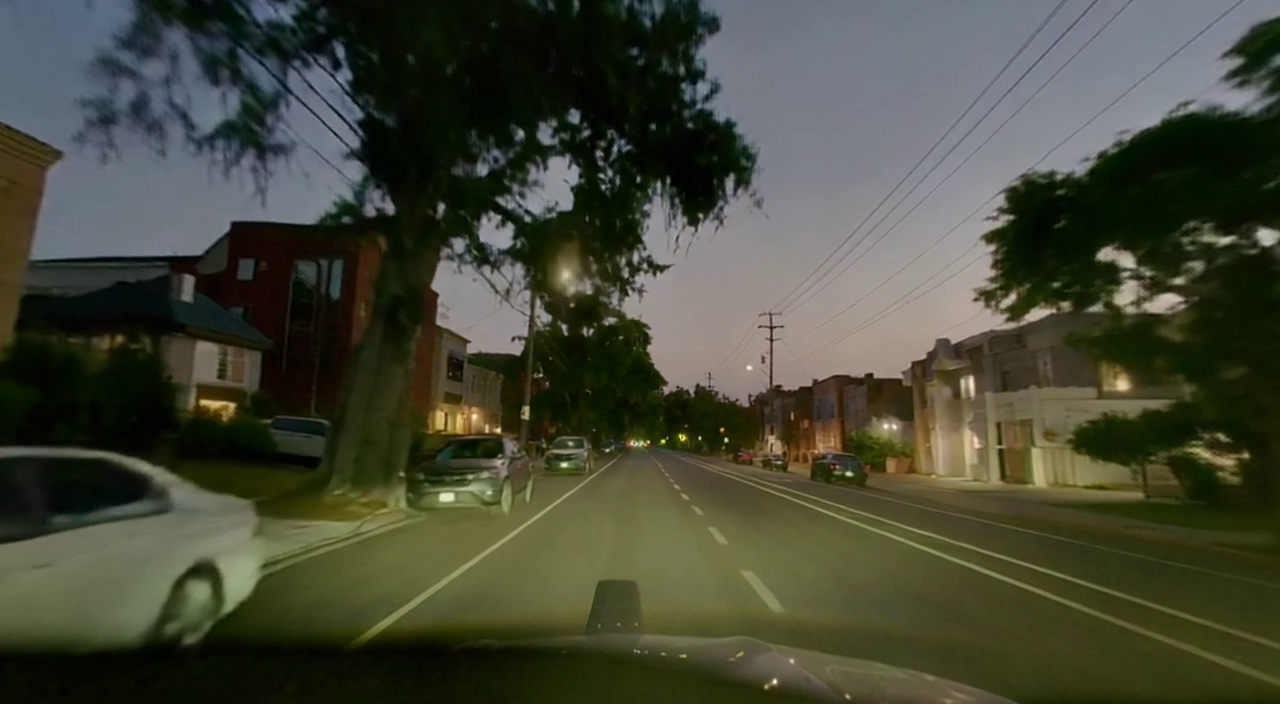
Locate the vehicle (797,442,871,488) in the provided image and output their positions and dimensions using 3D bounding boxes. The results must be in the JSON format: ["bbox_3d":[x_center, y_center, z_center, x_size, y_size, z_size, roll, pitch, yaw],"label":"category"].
[{"bbox_3d":[9.677,5.633,31.940,2.156,1.882,4.790,8,-8,1],"label":"vehicle"}]

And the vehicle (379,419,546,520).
[{"bbox_3d":[-3.458,2.410,13.498,2.127,1.737,4.961,0,-9,0],"label":"vehicle"}]

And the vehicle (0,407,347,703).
[{"bbox_3d":[-3.451,1.060,2.841,1.917,1.516,4.898,-1,-8,0],"label":"vehicle"}]

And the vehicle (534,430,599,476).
[{"bbox_3d":[-3.241,4.639,29.207,2.290,1.924,5.536,0,-8,1],"label":"vehicle"}]

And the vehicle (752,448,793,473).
[{"bbox_3d":[9.802,8.023,47.112,1.977,1.495,4.800,8,-8,2],"label":"vehicle"}]
